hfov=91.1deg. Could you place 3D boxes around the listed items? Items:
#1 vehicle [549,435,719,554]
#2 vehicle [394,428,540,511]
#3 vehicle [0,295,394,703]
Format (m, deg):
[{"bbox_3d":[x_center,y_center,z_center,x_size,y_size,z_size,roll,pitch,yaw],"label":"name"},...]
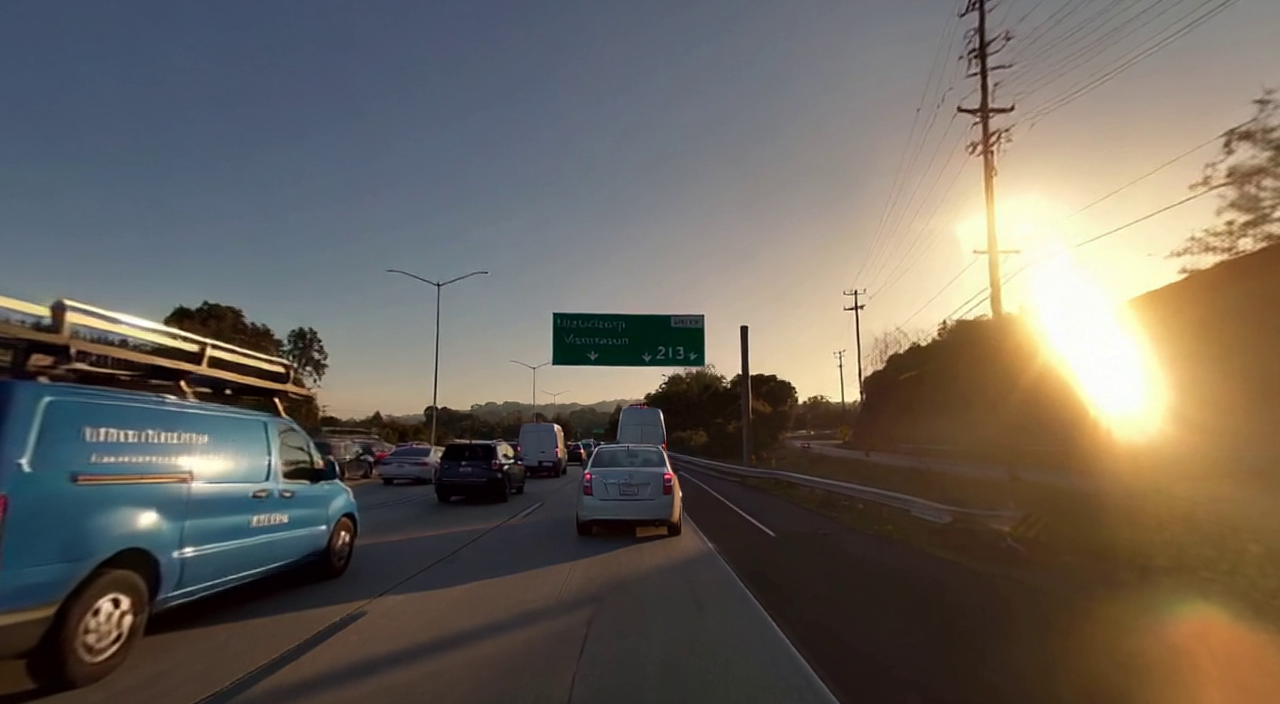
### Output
[{"bbox_3d":[-0.061,2.033,9.703,2.054,1.421,4.090,0,-8,0],"label":"vehicle"},{"bbox_3d":[-3.869,2.720,15.019,2.114,1.657,4.432,0,-8,2],"label":"vehicle"},{"bbox_3d":[-3.871,1.009,4.638,2.142,1.952,4.556,0,-8,1],"label":"vehicle"}]
